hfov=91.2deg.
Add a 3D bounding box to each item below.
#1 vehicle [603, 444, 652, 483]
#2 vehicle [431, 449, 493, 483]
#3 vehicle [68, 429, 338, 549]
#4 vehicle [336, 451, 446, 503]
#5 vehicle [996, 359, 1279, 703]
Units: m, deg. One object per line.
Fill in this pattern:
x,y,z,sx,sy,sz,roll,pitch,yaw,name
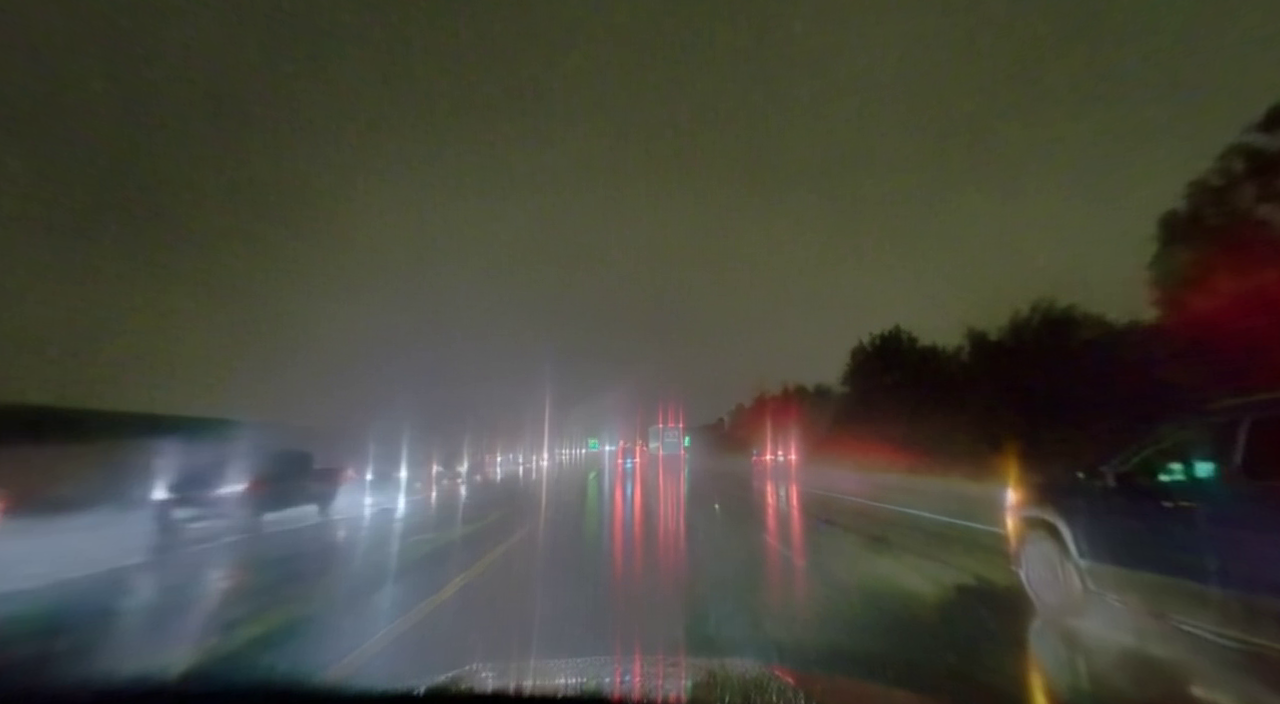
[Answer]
-0.535,4.750,27.045,1.971,1.518,4.108,0,-9,-1,vehicle
-9.024,5.792,32.167,1.970,1.549,4.299,0,-9,0,vehicle
-7.806,2.457,11.908,2.019,1.809,4.361,0,-9,-1,vehicle
-7.992,4.034,20.634,1.917,1.483,4.289,0,-9,-1,vehicle
3.997,0.877,2.930,2.077,1.673,4.267,0,-9,-1,vehicle
